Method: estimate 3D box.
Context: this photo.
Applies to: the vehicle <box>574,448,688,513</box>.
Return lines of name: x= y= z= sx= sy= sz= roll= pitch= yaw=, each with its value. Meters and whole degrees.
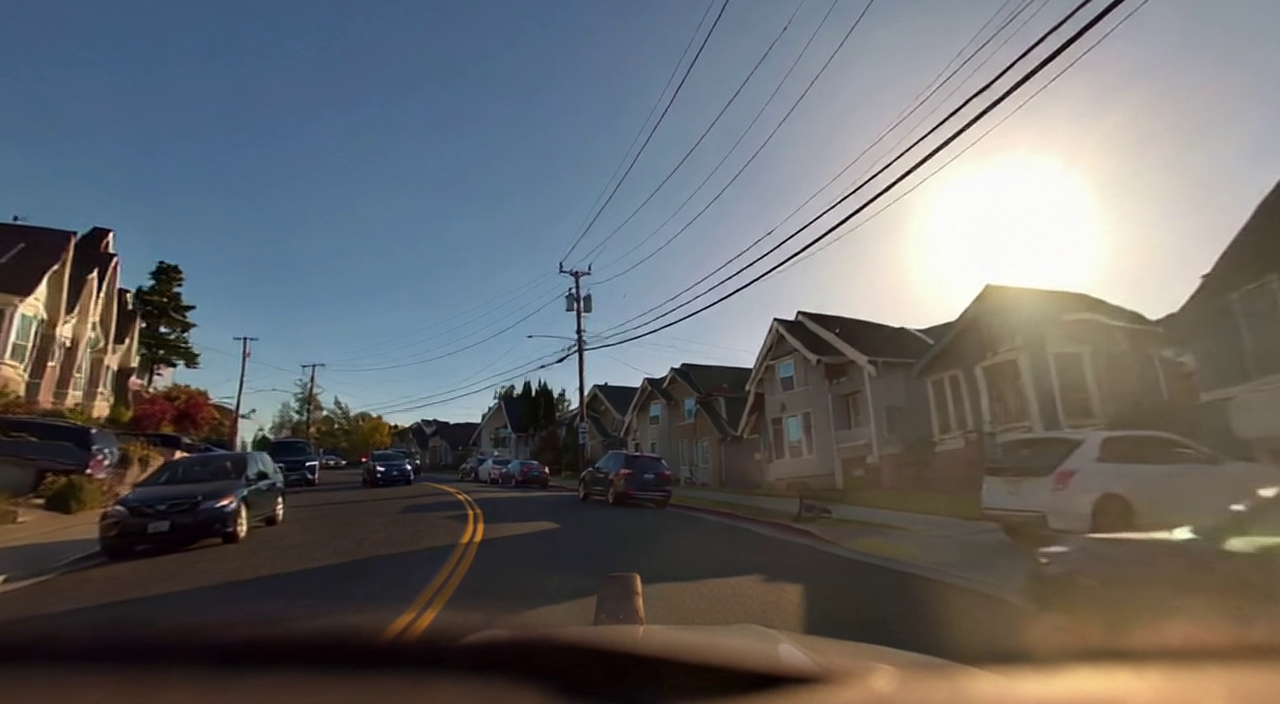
vehicle: x=-0.428 y=3.771 z=19.129 sx=1.994 sy=1.682 sz=4.750 roll=4 pitch=-9 yaw=-19

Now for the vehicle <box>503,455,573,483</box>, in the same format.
vehicle: x=-6.592 y=7.587 z=41.153 sx=2.023 sy=1.586 sz=4.163 roll=-9 pitch=-11 yaw=42

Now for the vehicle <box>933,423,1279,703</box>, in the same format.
vehicle: x=3.191 y=0.978 z=2.094 sx=2.078 sy=1.484 sz=4.589 roll=0 pitch=-9 yaw=-2

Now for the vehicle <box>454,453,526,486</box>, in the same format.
vehicle: x=-8.020 y=6.192 z=33.522 sx=1.923 sy=1.531 sz=4.568 roll=8 pitch=-12 yaw=-37

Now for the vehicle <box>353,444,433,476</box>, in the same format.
vehicle: x=-17.077 y=7.445 z=43.544 sx=5.504 sy=1.869 sz=2.449 roll=-7 pitch=-17 yaw=38

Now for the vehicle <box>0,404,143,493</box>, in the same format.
vehicle: x=-15.556 y=2.236 z=14.613 sx=5.822 sy=1.956 sz=2.355 roll=4 pitch=-9 yaw=-24

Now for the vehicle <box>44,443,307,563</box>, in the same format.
vehicle: x=-7.903 y=2.514 z=11.457 sx=2.023 sy=1.674 sz=4.556 roll=1 pitch=-9 yaw=-12
